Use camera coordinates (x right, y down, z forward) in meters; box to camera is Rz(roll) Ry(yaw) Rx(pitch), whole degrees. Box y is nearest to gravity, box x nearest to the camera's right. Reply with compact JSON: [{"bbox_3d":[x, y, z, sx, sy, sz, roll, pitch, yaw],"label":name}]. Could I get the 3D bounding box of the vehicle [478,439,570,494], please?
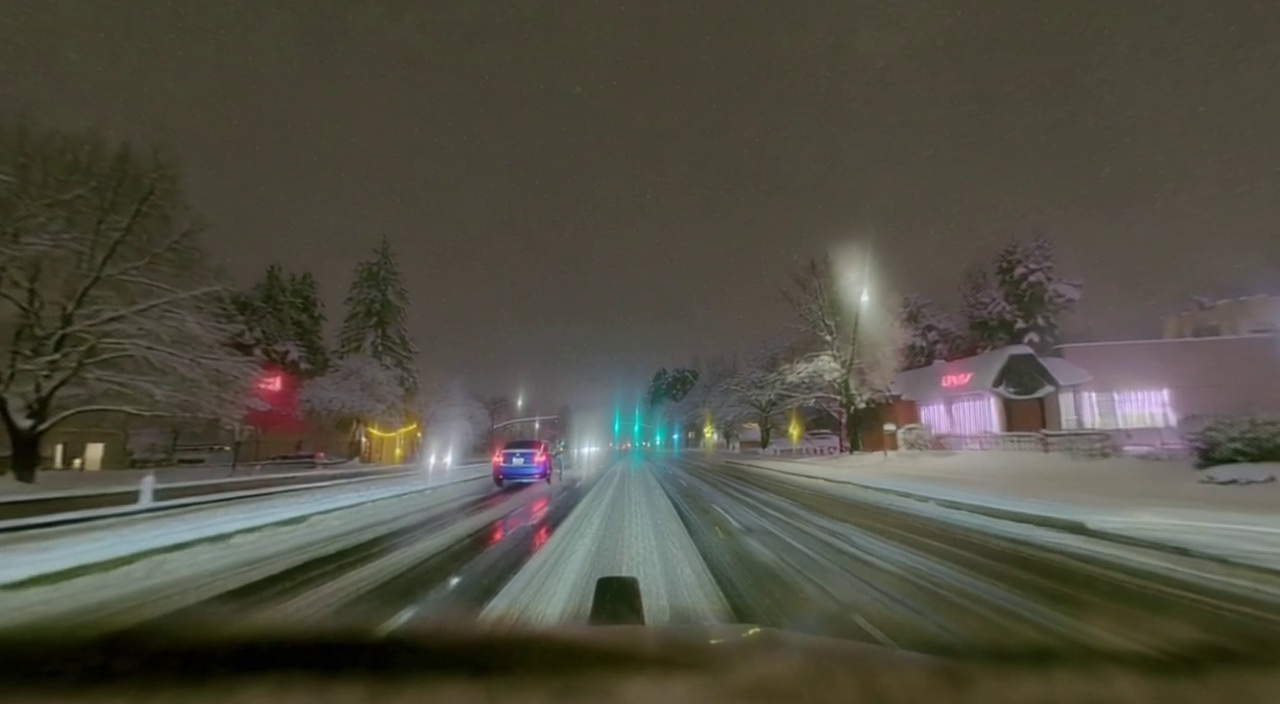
[{"bbox_3d":[-3.401,3.422,19.384,2.005,1.477,4.169,0,-8,0],"label":"vehicle"}]
